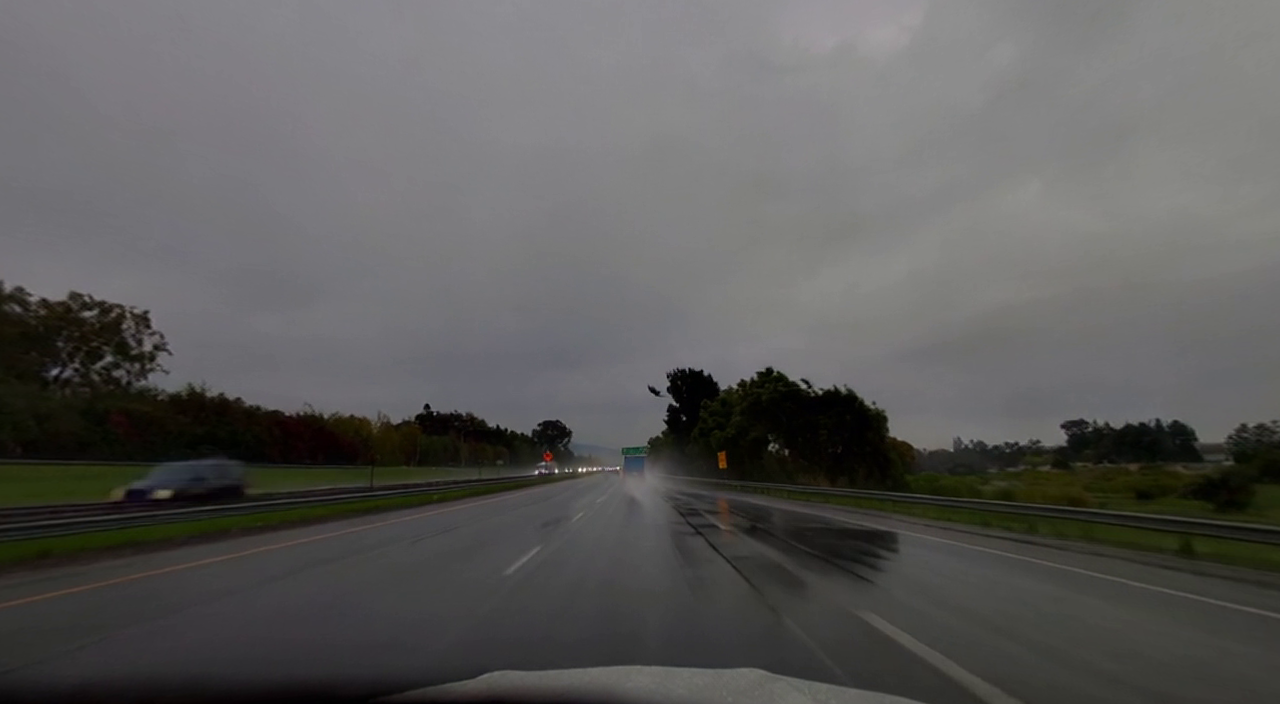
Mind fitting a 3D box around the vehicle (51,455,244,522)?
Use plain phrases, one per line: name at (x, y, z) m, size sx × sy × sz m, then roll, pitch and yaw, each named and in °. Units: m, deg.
vehicle at (-12.925, 3.609, 16.912) m, size 2.061 × 1.529 × 3.742 m, roll 1°, pitch -11°, yaw 0°
